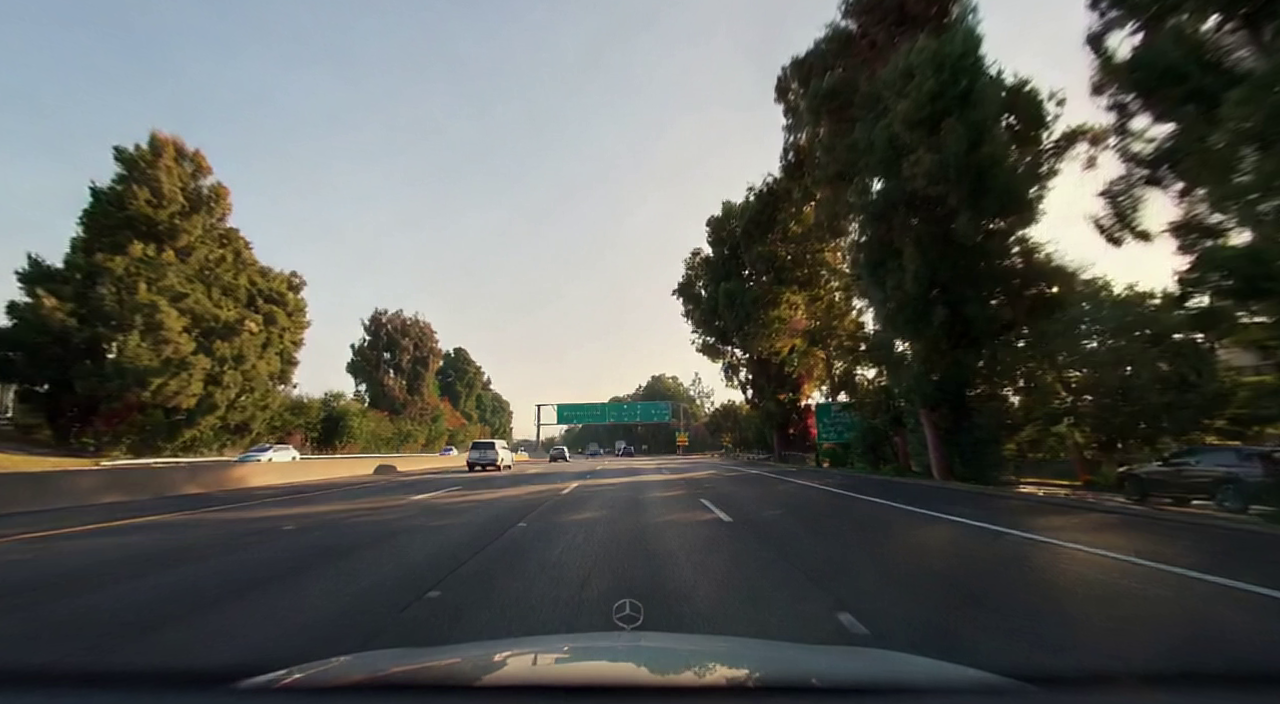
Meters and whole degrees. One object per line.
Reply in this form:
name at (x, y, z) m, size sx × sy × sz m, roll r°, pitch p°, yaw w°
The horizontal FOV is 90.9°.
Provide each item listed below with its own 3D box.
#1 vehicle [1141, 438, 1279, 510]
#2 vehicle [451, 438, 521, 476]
vehicle at (19.341, 3.795, 20.299) m, size 2.270 × 1.998 × 5.565 m, roll -1°, pitch -8°, yaw 6°
vehicle at (-7.528, 5.181, 31.385) m, size 2.179 × 1.710 × 5.160 m, roll 0°, pitch -8°, yaw 0°
